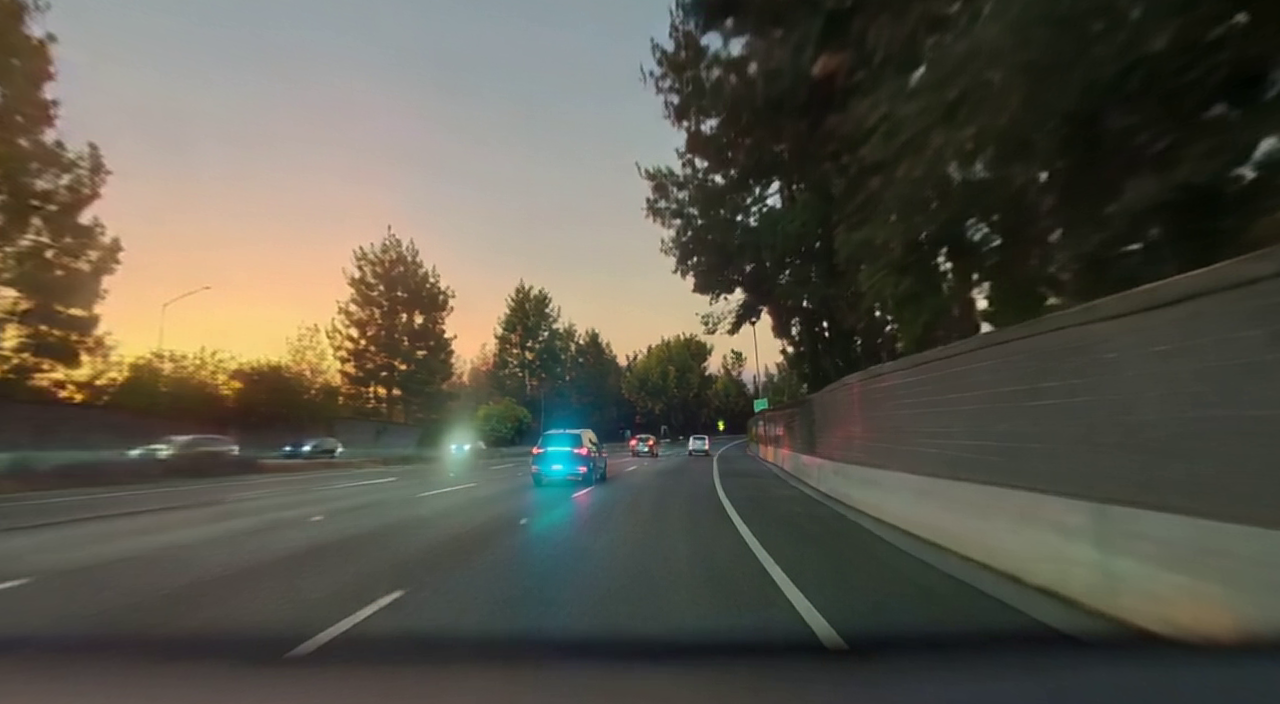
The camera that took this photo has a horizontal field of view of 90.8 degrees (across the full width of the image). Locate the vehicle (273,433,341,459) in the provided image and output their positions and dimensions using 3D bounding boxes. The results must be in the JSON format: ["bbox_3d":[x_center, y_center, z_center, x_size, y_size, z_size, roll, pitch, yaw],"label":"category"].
[{"bbox_3d":[-22.101,6.264,42.108,1.852,1.614,4.189,0,-8,7],"label":"vehicle"}]

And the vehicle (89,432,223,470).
[{"bbox_3d":[-20.104,4.117,26.537,1.795,1.454,4.467,0,-8,5],"label":"vehicle"}]

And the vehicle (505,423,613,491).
[{"bbox_3d":[-2.107,2.902,17.959,2.082,1.638,4.644,0,-8,5],"label":"vehicle"}]
